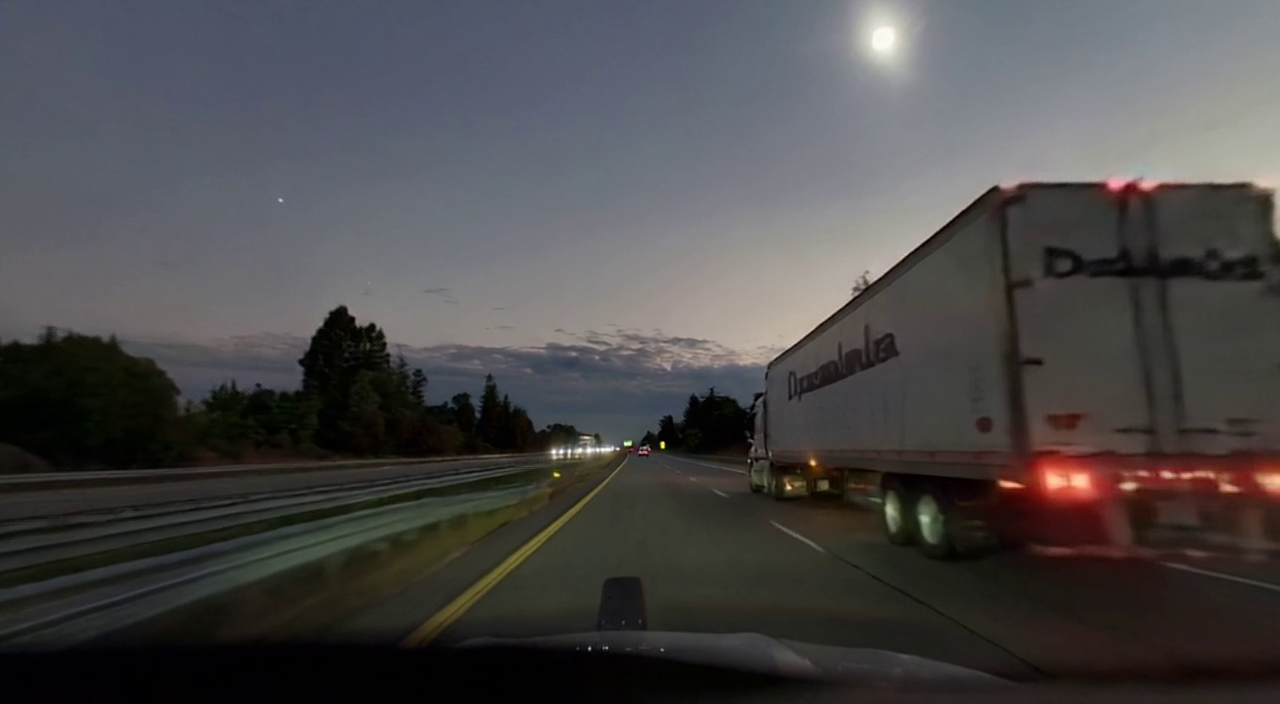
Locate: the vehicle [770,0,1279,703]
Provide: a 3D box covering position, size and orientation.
[{"bbox_3d":[4.076,0.660,6.959,2.876,3.419,11.591,0,-9,0],"label":"vehicle"}]
